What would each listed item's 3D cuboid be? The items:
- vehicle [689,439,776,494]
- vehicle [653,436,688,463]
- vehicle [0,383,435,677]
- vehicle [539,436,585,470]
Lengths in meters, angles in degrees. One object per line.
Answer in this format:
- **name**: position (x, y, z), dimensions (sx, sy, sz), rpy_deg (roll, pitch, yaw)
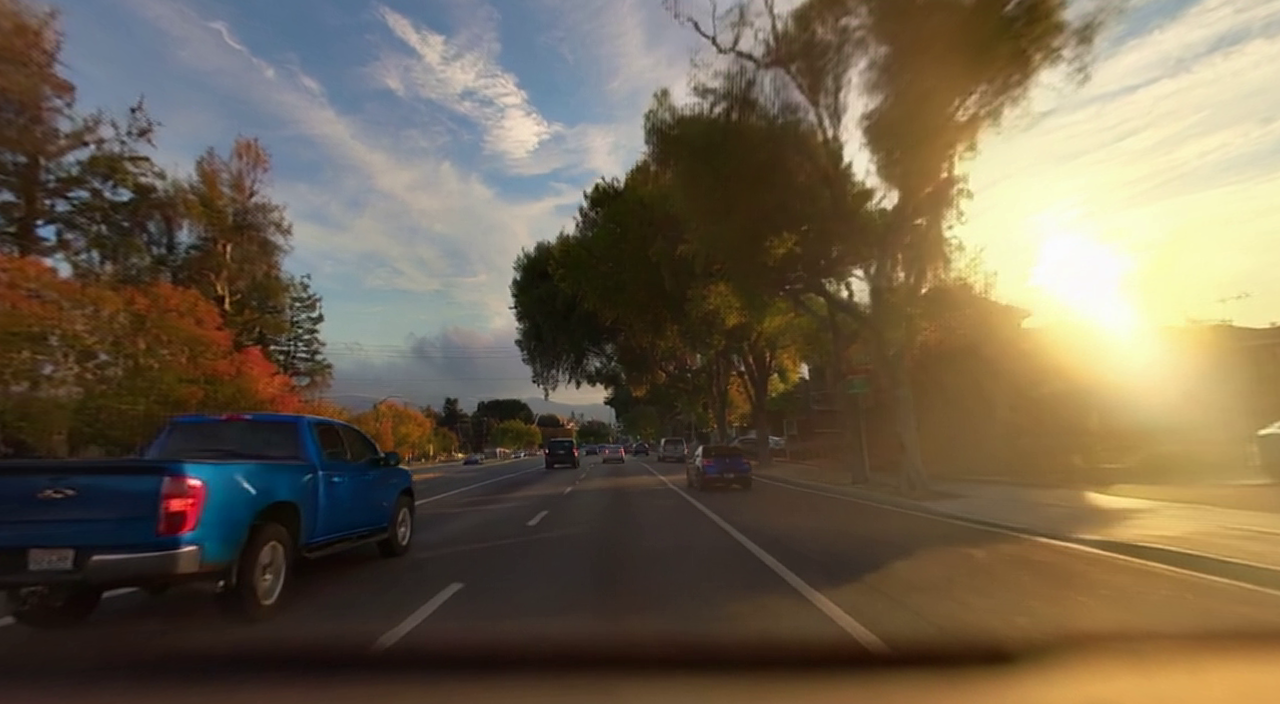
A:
- **vehicle**: position (2.672, 3.394, 19.208), dimensions (1.884, 1.463, 4.195), rpy_deg (0, -8, -2)
- **vehicle**: position (2.158, 7.130, 46.223), dimensions (2.099, 1.845, 4.363), rpy_deg (0, -8, -3)
- **vehicle**: position (-4.029, 1.425, 6.471), dimensions (2.111, 1.745, 5.274), rpy_deg (0, -8, -1)
- **vehicle**: position (-4.500, 5.877, 37.053), dimensions (2.218, 1.829, 4.492), rpy_deg (0, -8, -1)
